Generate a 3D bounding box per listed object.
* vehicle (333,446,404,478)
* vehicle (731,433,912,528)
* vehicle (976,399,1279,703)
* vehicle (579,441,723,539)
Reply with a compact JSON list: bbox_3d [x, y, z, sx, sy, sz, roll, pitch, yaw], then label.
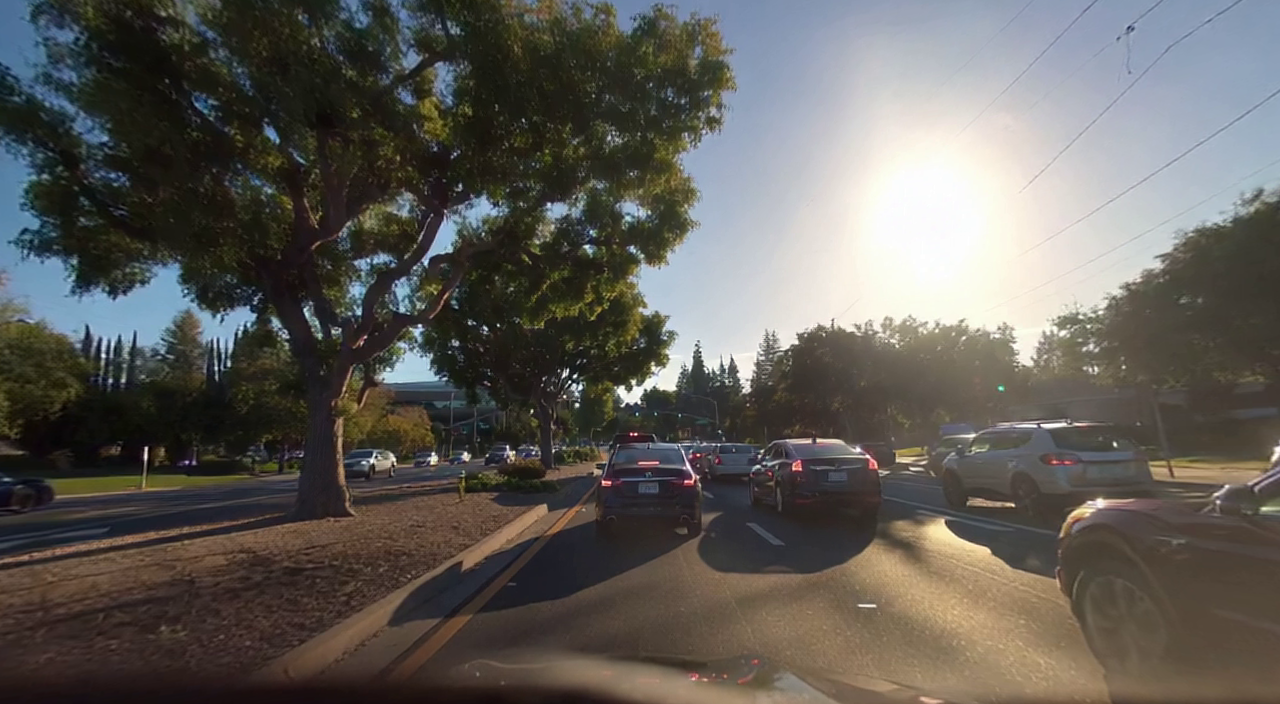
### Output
[{"bbox_3d":[-15.711,6.355,36.838,2.080,1.738,4.686,0,-9,0],"label":"vehicle"},{"bbox_3d":[3.183,2.376,12.362,1.970,1.445,4.974,0,-9,-1],"label":"vehicle"},{"bbox_3d":[3.482,0.904,2.317,1.959,1.472,4.571,0,-9,0],"label":"vehicle"},{"bbox_3d":[0.088,2.225,10.850,1.990,1.347,4.067,0,-9,-2],"label":"vehicle"}]
